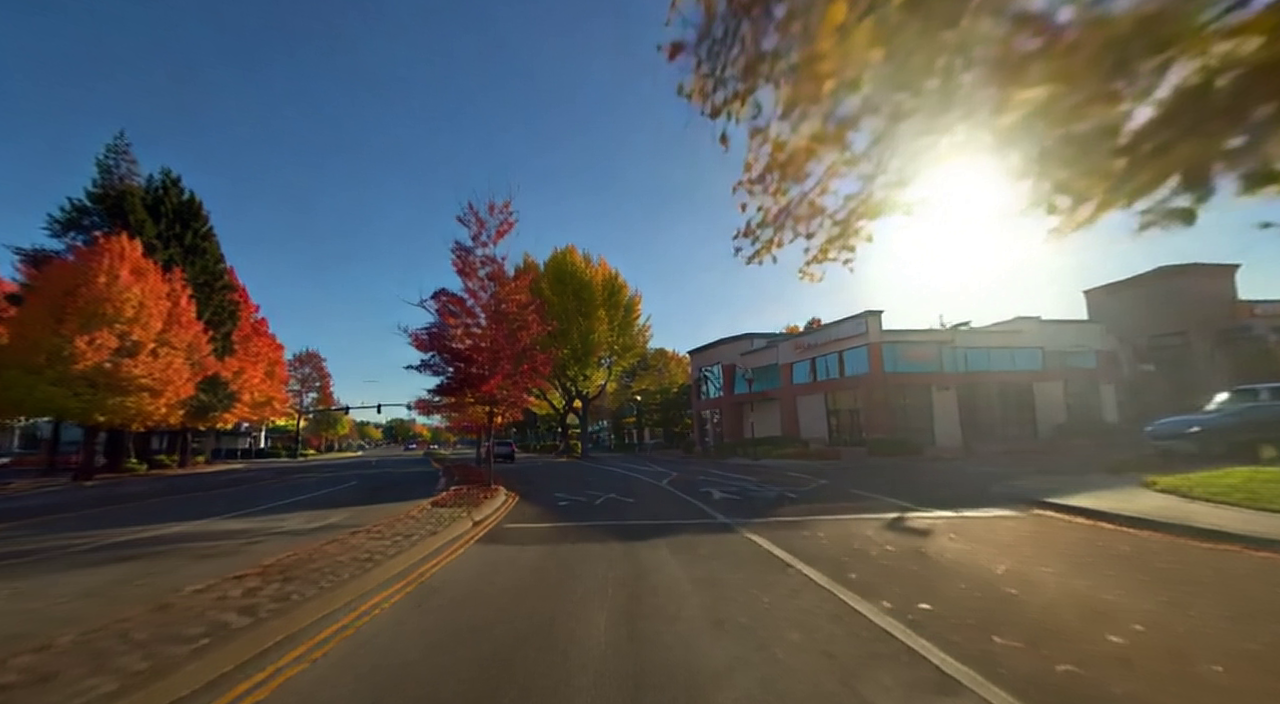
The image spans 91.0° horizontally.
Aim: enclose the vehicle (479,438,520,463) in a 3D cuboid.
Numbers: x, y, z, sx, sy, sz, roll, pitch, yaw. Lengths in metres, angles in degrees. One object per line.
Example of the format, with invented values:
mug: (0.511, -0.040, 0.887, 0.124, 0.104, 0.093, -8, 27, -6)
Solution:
vehicle: (-9.205, 6.455, 41.042, 2.018, 1.512, 4.304, 4, -10, -20)
